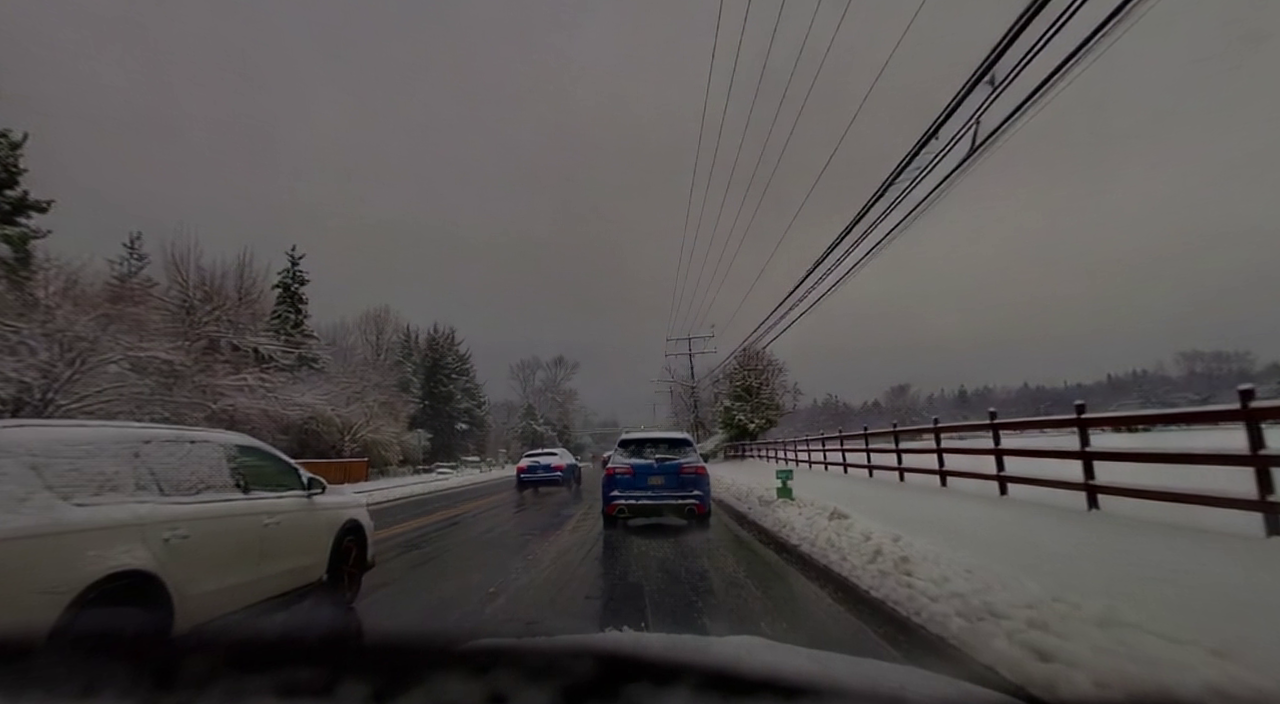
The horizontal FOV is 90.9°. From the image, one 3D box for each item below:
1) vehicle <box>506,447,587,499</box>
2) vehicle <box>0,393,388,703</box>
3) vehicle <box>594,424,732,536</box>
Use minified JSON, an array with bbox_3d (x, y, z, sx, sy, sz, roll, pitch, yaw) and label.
[{"bbox_3d":[-2.934,3.891,20.692,1.979,1.489,4.006,0,-9,1],"label":"vehicle"},{"bbox_3d":[-3.344,1.129,3.538,2.033,1.574,4.132,0,-9,2],"label":"vehicle"},{"bbox_3d":[0.385,2.345,12.120,2.174,1.749,4.113,0,-9,1],"label":"vehicle"}]
